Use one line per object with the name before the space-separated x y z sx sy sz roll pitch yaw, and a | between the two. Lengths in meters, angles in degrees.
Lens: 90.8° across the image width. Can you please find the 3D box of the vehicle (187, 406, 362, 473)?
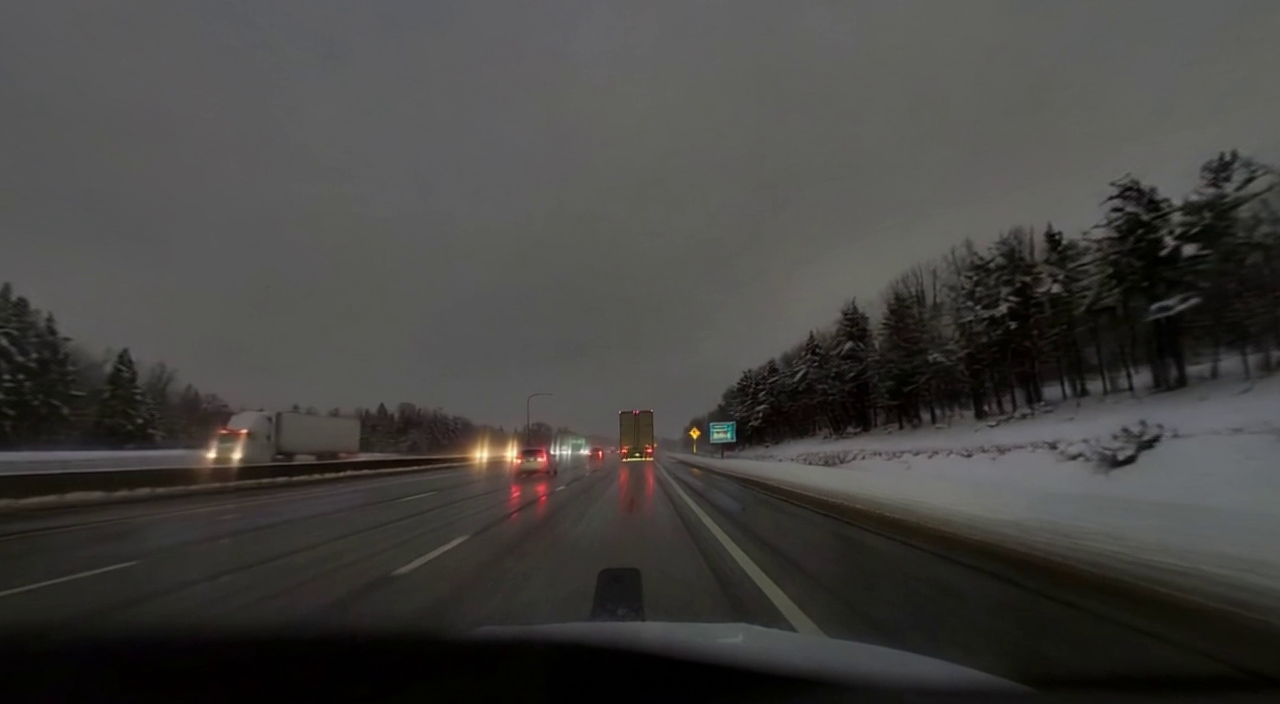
vehicle | -25.444 6.485 45.869 3.069 3.973 16.049 0 -9 0

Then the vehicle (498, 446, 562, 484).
vehicle | -4.663 4.850 27.361 2.024 1.515 3.907 0 -9 1
